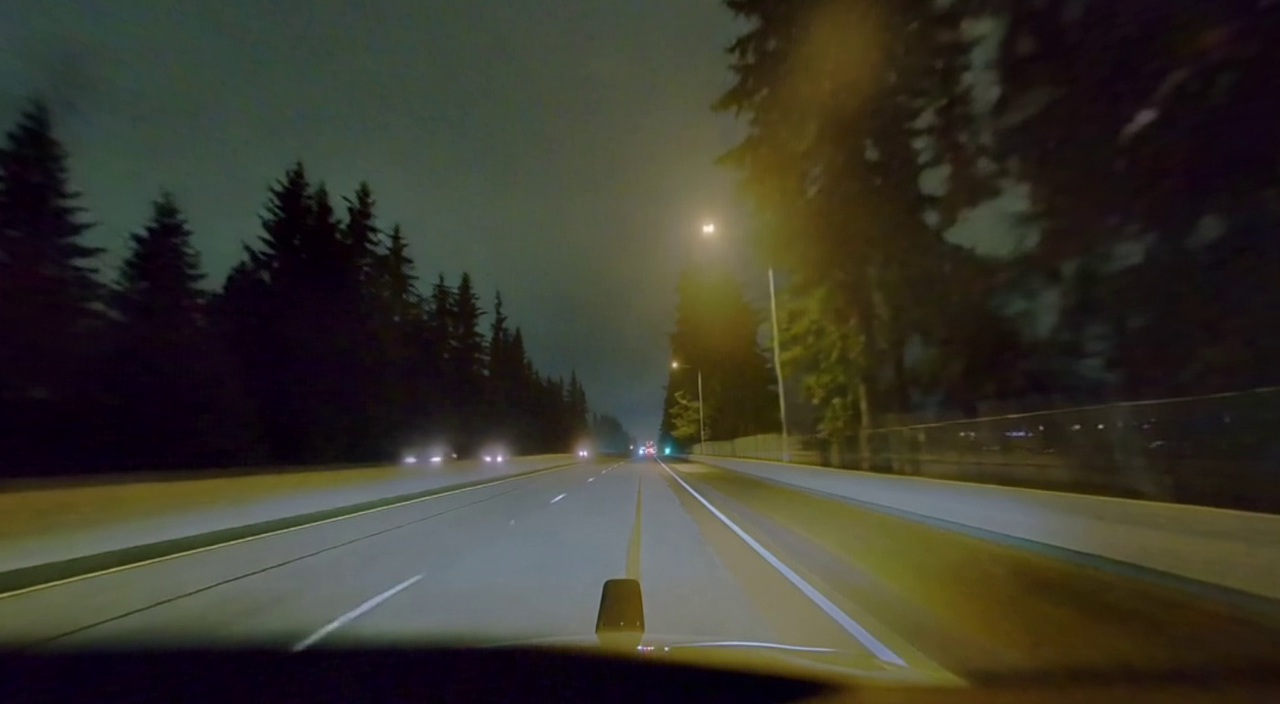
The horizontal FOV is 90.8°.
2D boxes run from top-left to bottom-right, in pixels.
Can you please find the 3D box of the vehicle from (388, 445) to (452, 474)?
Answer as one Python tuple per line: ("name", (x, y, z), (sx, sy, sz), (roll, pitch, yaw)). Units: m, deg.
("vehicle", (-13.103, 6.431, 37.850), (2.080, 1.583, 4.614), (0, -9, 1))
